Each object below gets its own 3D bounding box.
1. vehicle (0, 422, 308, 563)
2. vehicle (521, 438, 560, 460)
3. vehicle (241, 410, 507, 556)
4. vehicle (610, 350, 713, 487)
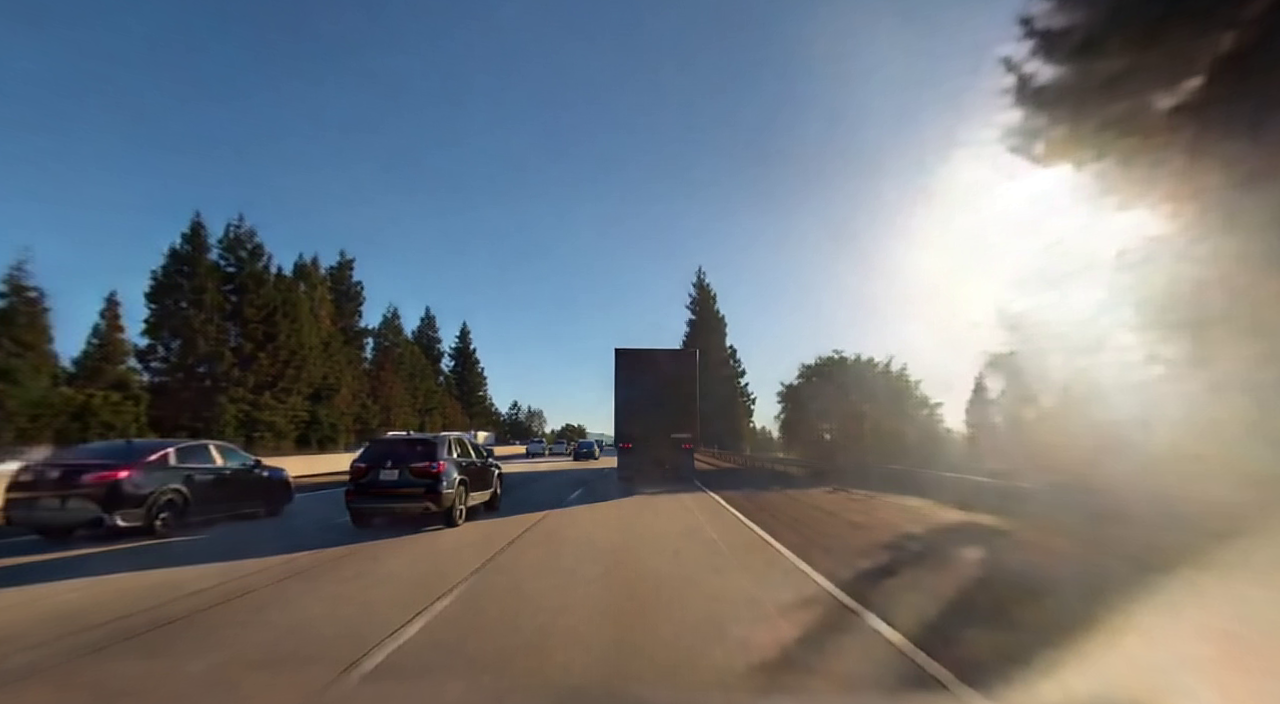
[{"bbox_3d":[-7.222,1.847,9.160,2.063,1.480,4.842,0,-8,2],"label":"vehicle"},{"bbox_3d":[-6.711,6.581,42.892,1.882,1.451,4.416,0,-8,1],"label":"vehicle"},{"bbox_3d":[-3.524,1.825,9.467,2.077,1.671,4.249,0,-8,1],"label":"vehicle"},{"bbox_3d":[0.655,2.630,23.154,2.870,3.841,10.653,0,-8,1],"label":"vehicle"}]
